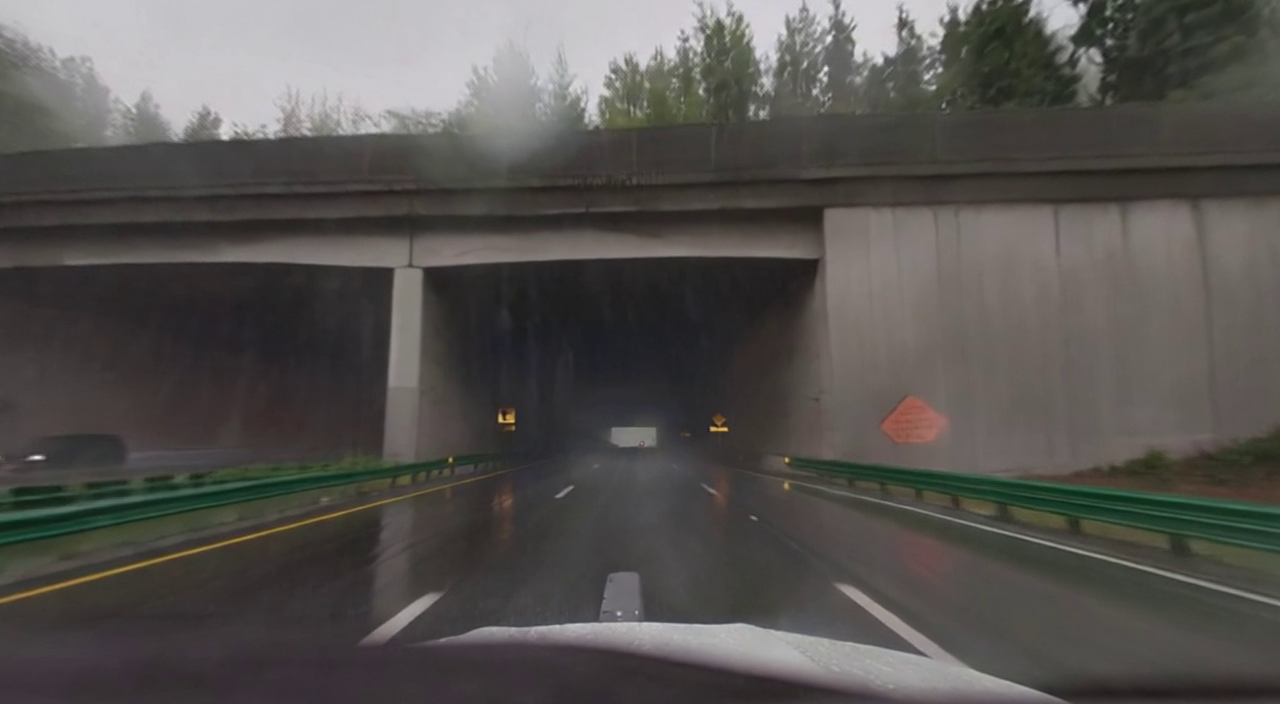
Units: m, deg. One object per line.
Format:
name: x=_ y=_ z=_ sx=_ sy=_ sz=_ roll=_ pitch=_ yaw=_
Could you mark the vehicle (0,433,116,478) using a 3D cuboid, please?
vehicle: x=-21.787 y=3.739 z=23.100 sx=1.863 sy=1.490 sz=3.869 roll=0 pitch=-8 yaw=-3
